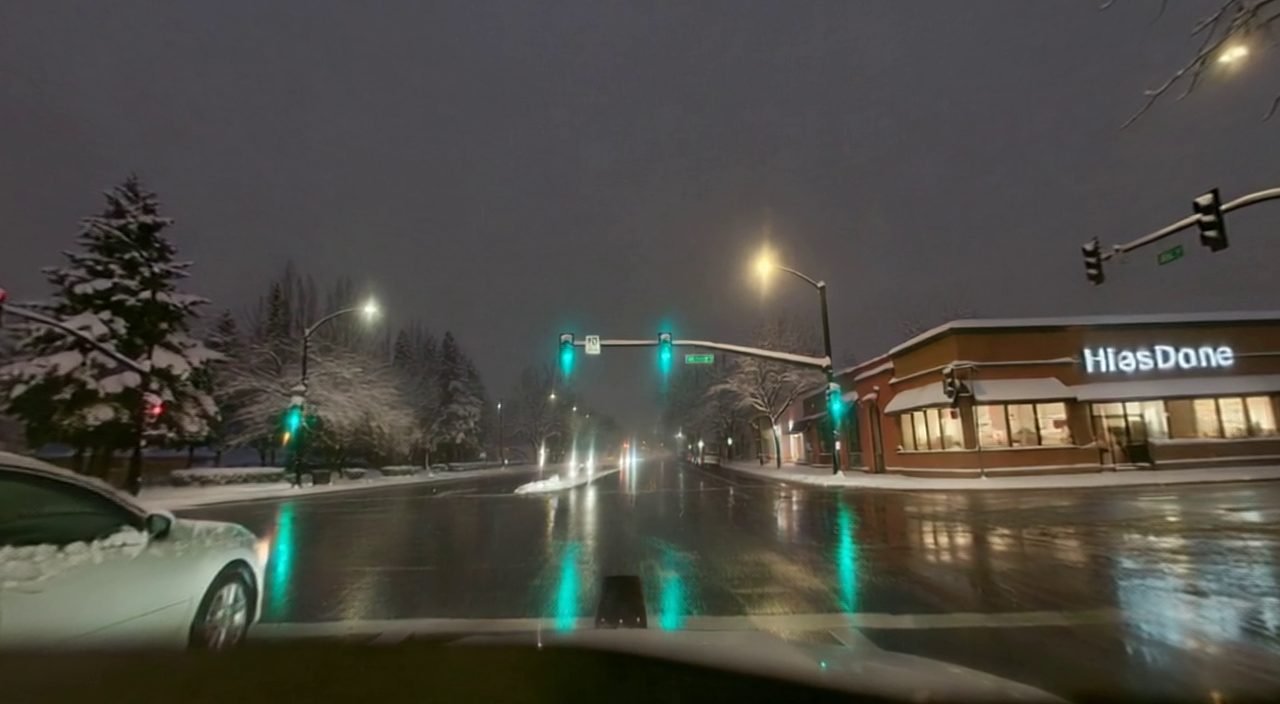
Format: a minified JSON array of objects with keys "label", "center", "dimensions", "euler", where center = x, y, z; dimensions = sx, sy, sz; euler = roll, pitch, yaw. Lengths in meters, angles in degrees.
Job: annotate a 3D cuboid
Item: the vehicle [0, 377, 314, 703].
[{"label":"vehicle","center":[-3.498,0.937,2.597],"dimensions":[1.947,1.627,4.248],"euler":[0,-9,1]}]
